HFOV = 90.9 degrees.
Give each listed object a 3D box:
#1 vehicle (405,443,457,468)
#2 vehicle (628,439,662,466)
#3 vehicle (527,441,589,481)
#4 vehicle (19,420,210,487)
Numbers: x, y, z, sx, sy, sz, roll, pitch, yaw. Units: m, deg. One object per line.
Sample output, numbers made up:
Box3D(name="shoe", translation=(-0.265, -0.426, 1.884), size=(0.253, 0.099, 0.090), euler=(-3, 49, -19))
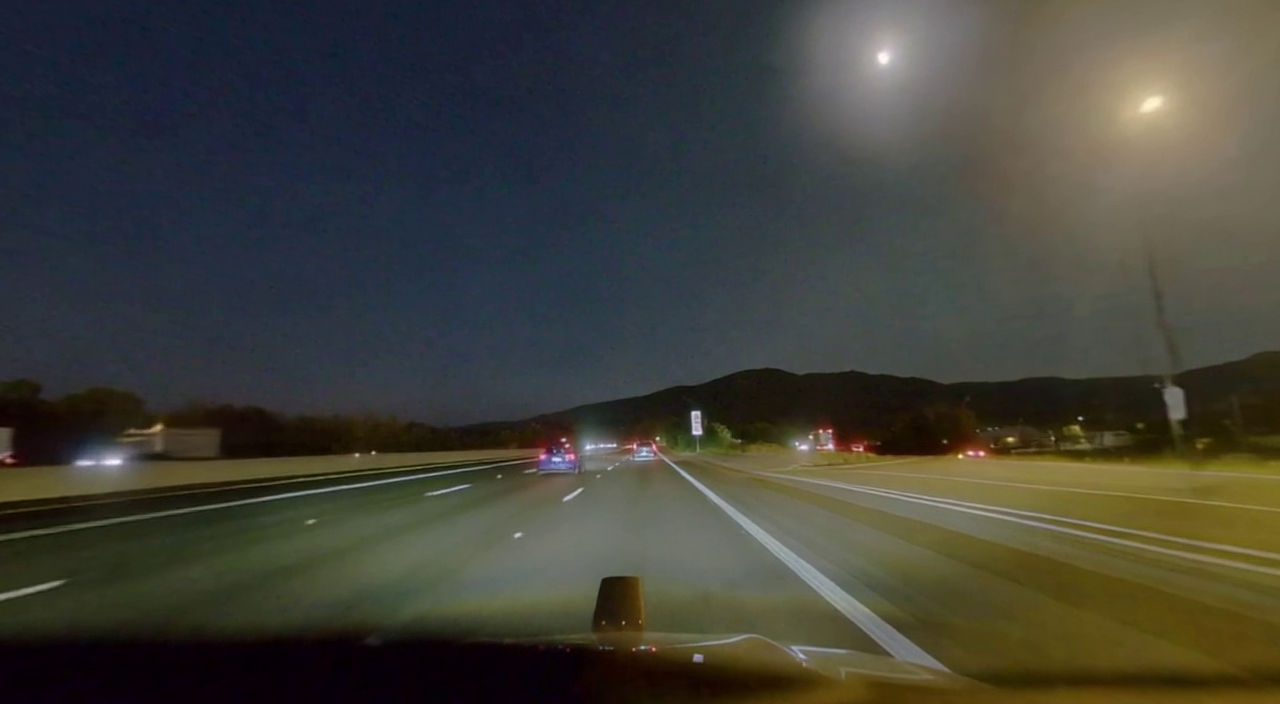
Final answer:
Box3D(name="vehicle", translation=(-14.291, 7.073, 43.381), size=(2.047, 1.608, 4.257), euler=(-1, -8, 1))
Box3D(name="vehicle", translation=(0.350, 6.827, 42.923), size=(2.194, 1.737, 4.127), euler=(0, -8, 0))
Box3D(name="vehicle", translation=(-3.411, 4.626, 27.126), size=(1.967, 1.517, 4.808), euler=(0, -8, 1))
Box3D(name="vehicle", translation=(-28.119, 5.502, 34.563), size=(3.066, 3.140, 8.513), euler=(0, -8, 0))
